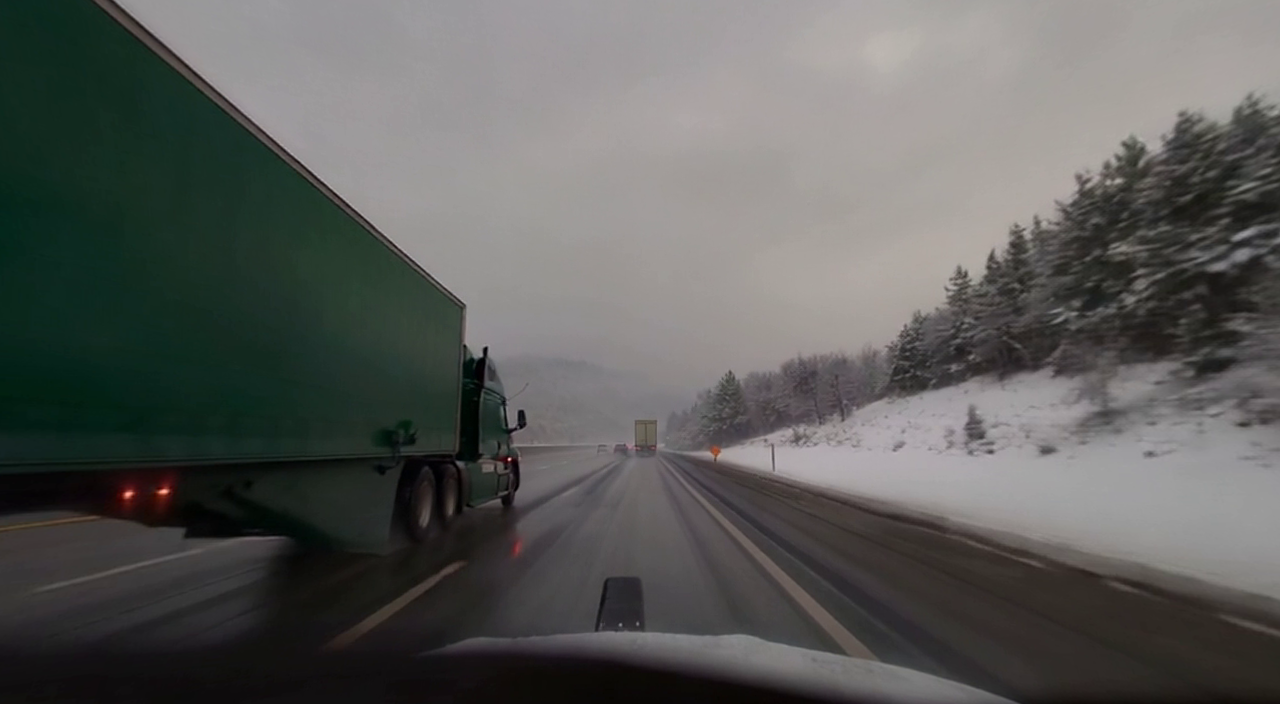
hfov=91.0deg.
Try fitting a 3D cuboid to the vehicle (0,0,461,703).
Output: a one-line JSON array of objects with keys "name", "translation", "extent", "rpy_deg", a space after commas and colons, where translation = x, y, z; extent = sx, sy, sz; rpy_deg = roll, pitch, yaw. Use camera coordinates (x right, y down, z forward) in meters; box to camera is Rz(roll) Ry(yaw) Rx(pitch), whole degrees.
[{"name": "vehicle", "translation": [-3.722, 0.124, 2.776], "extent": [2.789, 3.271, 10.894], "rpy_deg": [1, -9, -1]}]
